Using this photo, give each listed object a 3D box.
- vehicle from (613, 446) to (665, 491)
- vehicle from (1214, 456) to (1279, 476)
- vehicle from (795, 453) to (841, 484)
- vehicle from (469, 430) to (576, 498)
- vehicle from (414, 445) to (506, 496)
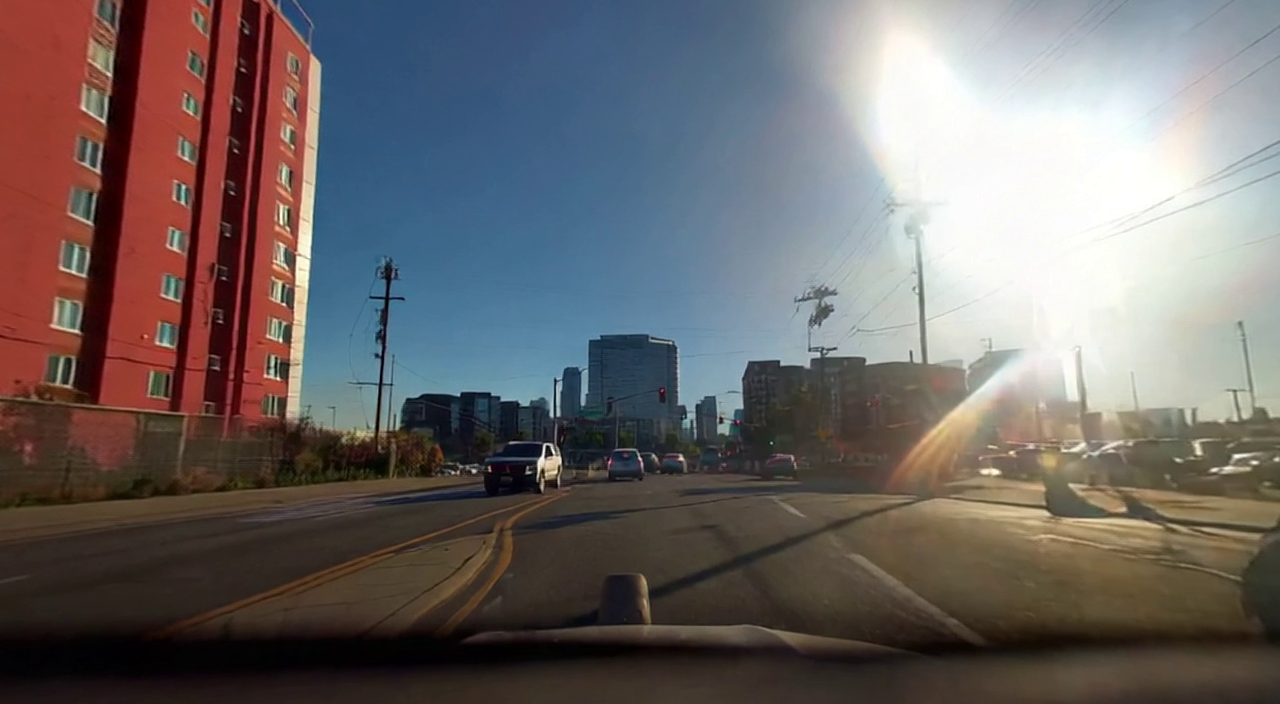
[{"bbox_3d":[0.018,5.195,28.585,2.160,1.786,4.702,0,-8,2],"label":"vehicle"},{"bbox_3d":[47.347,8.730,48.408,4.384,1.495,1.963,-1,-8,4],"label":"vehicle"},{"bbox_3d":[11.254,7.331,40.073,1.952,1.749,4.311,-1,-8,5],"label":"vehicle"},{"bbox_3d":[-4.257,4.257,24.131,2.515,2.248,5.821,-1,-10,5],"label":"vehicle"},{"bbox_3d":[-7.042,4.717,25.232,2.123,1.831,4.304,-1,-10,4],"label":"vehicle"}]
